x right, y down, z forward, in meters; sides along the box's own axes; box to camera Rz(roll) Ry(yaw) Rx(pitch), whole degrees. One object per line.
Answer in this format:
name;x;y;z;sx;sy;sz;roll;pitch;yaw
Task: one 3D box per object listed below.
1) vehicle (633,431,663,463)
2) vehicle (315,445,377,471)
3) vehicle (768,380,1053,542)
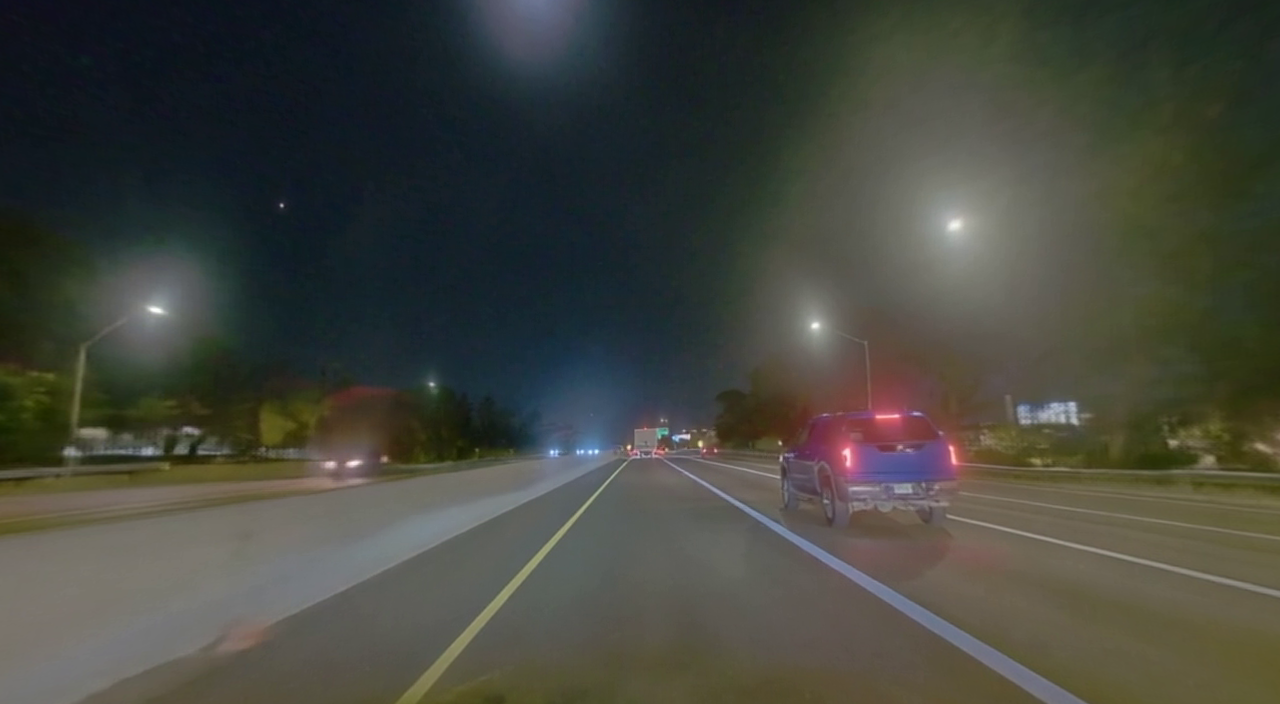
vehicle;0.552;7.197;47.762;2.099;2.260;4.899;0;-8;-1
vehicle;-18.842;6.800;40.648;1.973;1.597;4.252;0;-8;0
vehicle;4.187;1.871;11.336;2.594;2.155;5.670;0;-8;0
